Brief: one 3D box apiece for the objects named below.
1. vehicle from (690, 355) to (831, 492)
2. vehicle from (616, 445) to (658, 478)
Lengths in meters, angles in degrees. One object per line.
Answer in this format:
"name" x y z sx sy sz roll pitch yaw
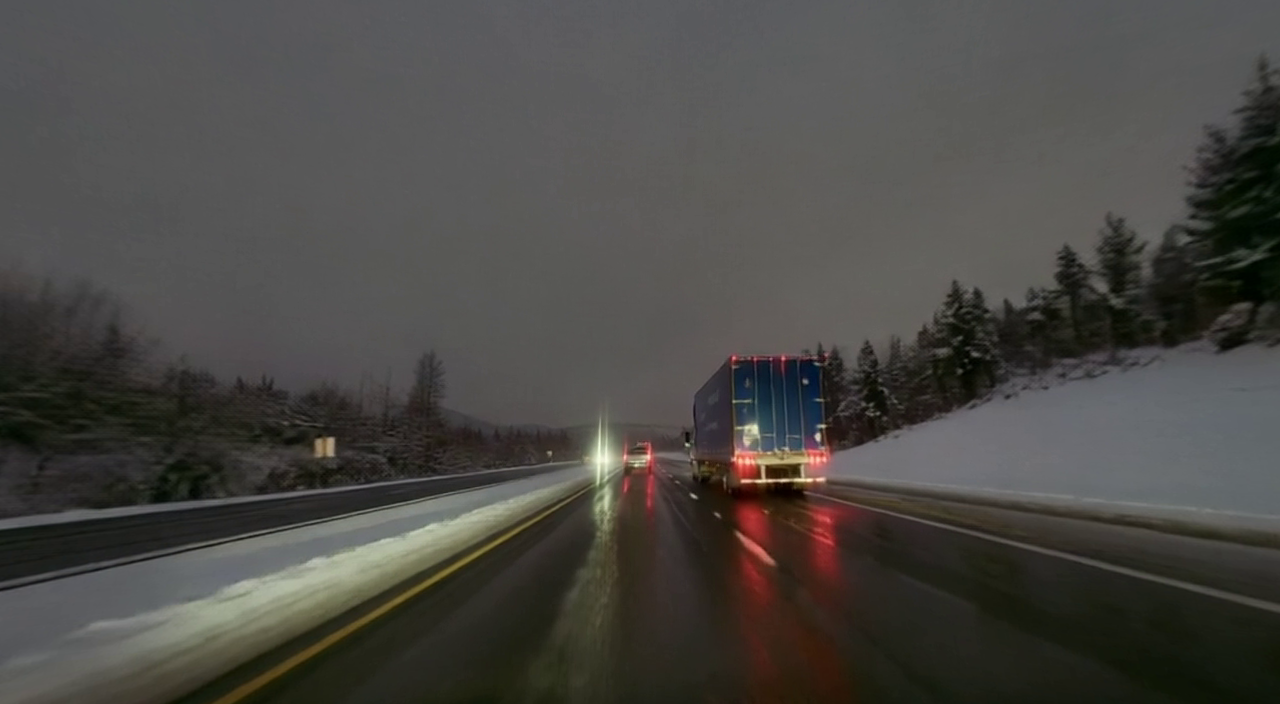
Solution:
"vehicle" 4.346 3.339 26.938 3.167 4.180 14.924 2 -9 0
"vehicle" -0.116 6.019 34.627 2.160 1.691 4.243 0 -9 1
